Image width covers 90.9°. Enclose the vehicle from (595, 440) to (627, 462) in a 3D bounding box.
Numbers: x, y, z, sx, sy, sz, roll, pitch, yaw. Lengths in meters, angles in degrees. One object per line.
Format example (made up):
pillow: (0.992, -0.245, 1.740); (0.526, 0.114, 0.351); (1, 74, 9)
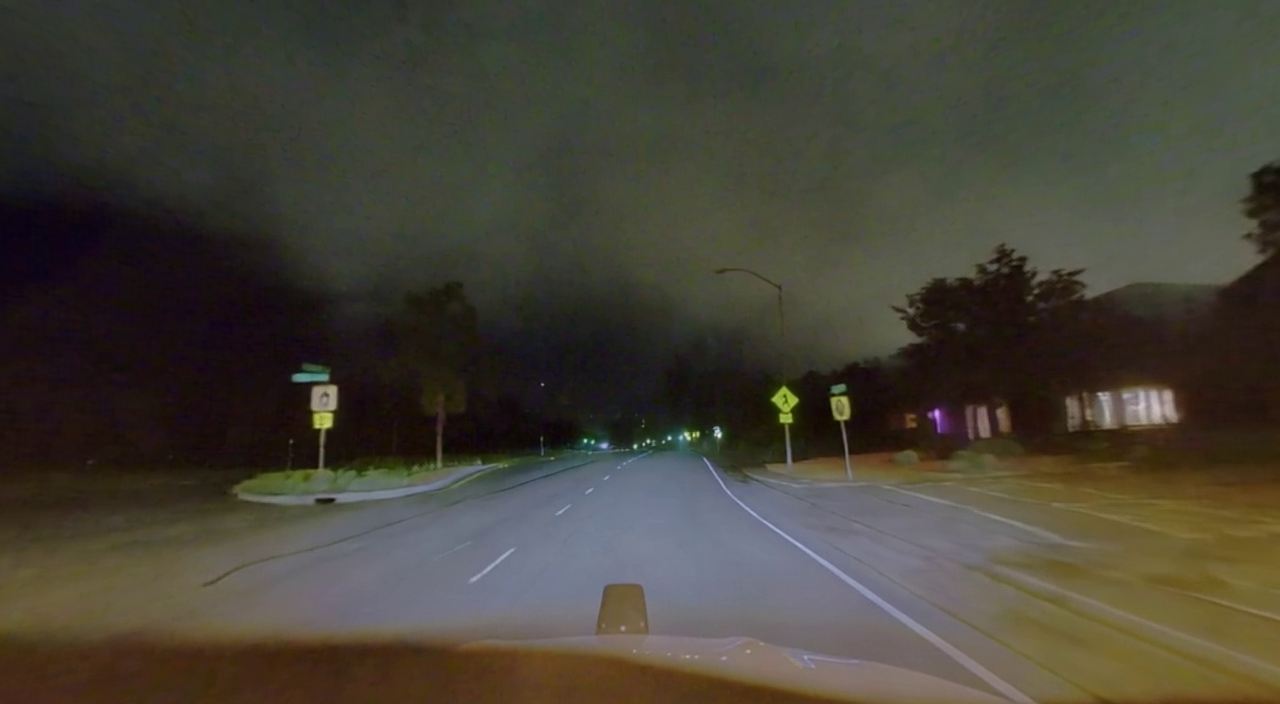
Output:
vehicle: (-2.233, 7.834, 49.922); (2.173, 1.694, 4.335); (0, -9, 2)
